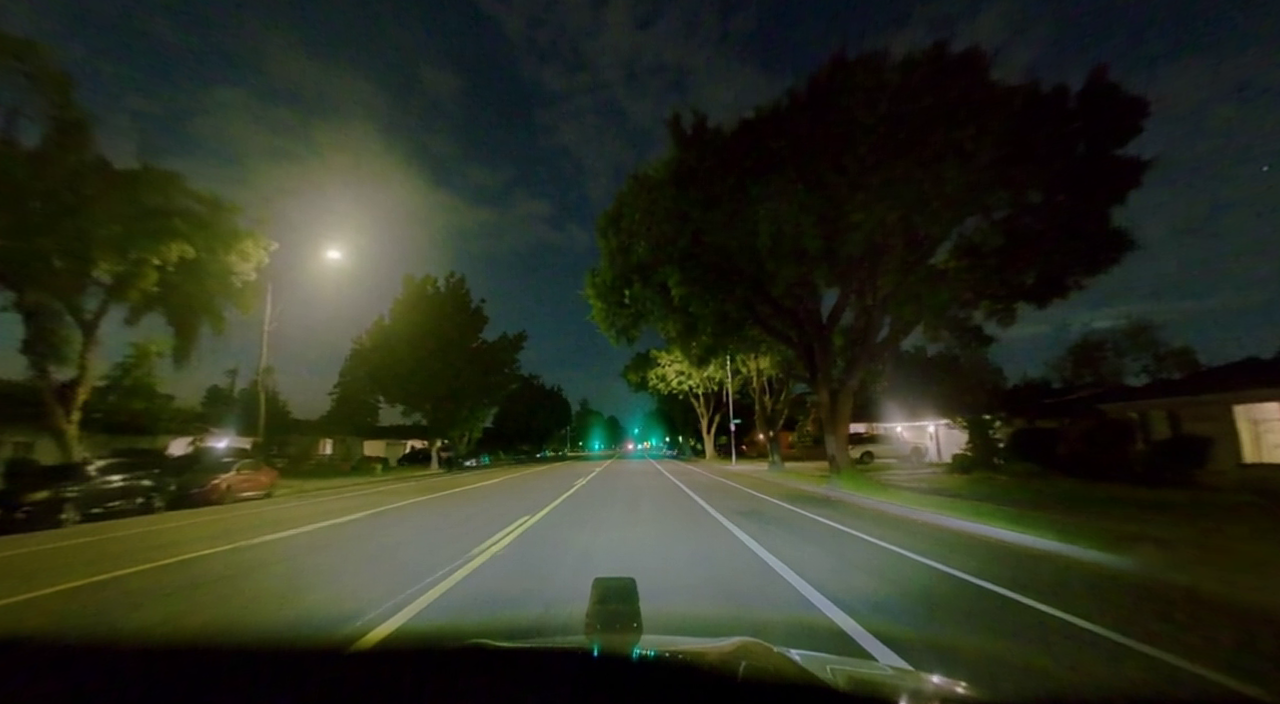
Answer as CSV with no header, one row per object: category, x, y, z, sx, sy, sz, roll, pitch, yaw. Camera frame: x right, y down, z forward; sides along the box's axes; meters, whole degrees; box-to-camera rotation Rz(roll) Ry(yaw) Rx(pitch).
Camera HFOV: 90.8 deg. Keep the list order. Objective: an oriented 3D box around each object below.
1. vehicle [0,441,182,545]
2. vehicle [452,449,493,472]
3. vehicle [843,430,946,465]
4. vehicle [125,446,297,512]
vehicle,-12.578,2.882,13.612,2.003,1.804,4.554,-1,-7,0
vehicle,-12.768,8.277,48.439,1.936,1.504,4.456,-2,-7,0
vehicle,13.602,5.141,33.999,4.629,1.770,1.959,0,-8,0
vehicle,-12.639,3.718,19.081,2.110,1.709,4.426,0,-8,-1
